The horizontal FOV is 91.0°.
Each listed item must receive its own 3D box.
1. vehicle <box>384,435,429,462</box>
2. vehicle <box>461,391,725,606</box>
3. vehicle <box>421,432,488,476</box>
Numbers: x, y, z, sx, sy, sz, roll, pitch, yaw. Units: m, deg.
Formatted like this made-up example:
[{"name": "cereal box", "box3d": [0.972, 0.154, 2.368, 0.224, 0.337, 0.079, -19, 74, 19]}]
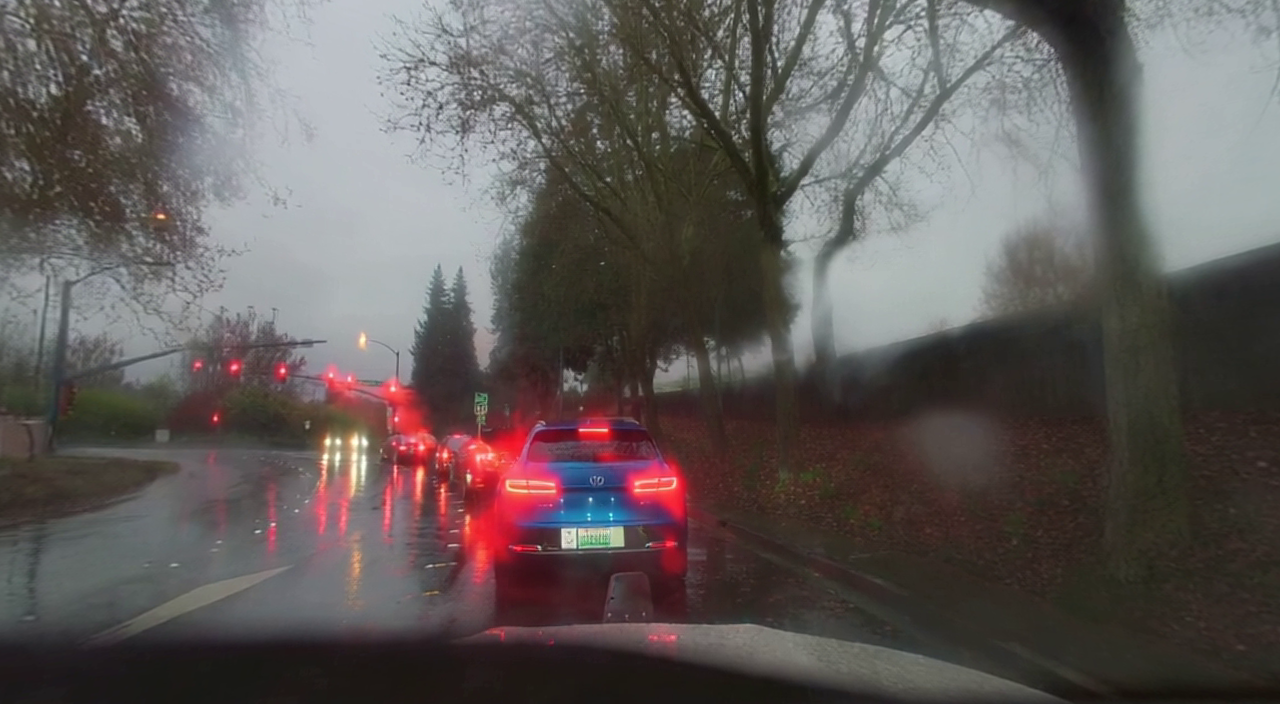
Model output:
[{"name": "vehicle", "box3d": [-13.758, 5.641, 36.912, 1.863, 1.488, 4.426, 4, -9, -27]}, {"name": "vehicle", "box3d": [-0.680, 1.460, 7.204, 2.134, 1.671, 4.147, 1, -8, -9]}, {"name": "vehicle", "box3d": [-7.283, 3.939, 24.486, 1.902, 1.536, 3.662, 4, -9, -25]}]
